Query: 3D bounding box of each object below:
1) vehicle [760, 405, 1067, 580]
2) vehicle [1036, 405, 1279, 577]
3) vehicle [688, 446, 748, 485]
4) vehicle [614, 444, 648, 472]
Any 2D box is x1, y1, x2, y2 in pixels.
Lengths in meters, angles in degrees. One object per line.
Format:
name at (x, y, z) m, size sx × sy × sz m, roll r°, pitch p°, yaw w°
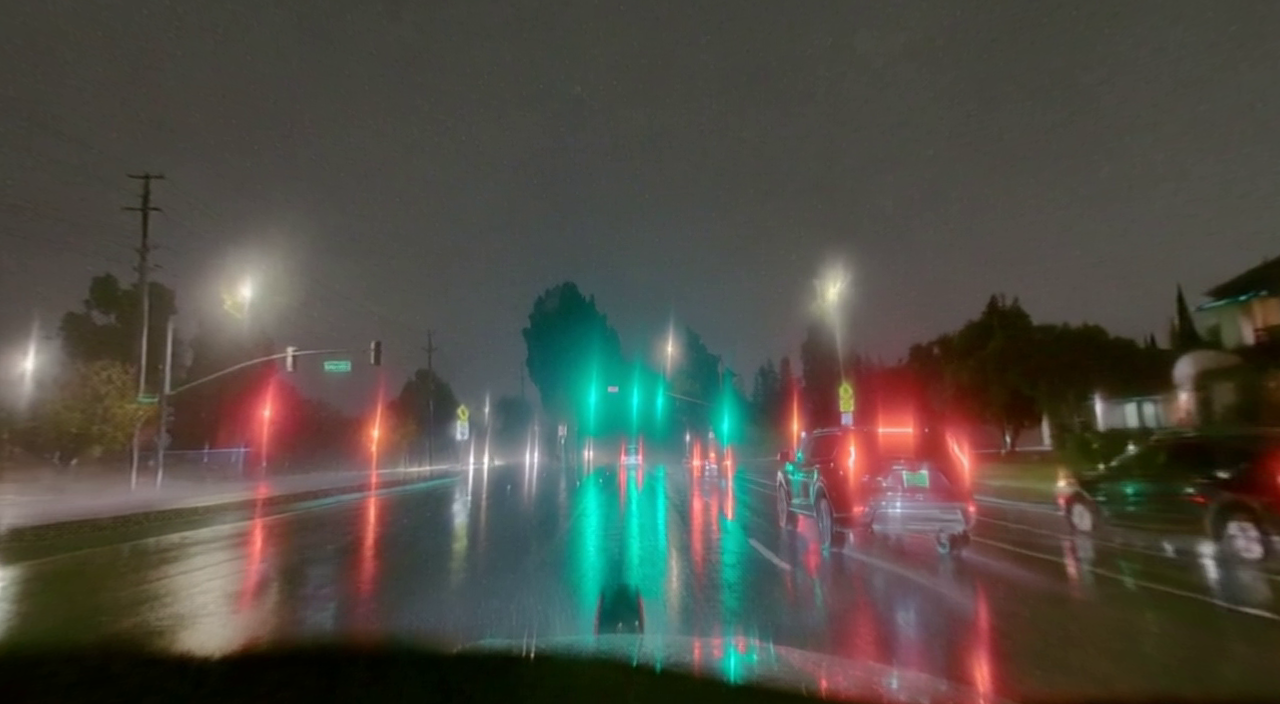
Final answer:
vehicle at (3.238, 1.783, 8.790) m, size 2.129 × 1.761 × 4.610 m, roll 0°, pitch -9°, yaw -1°
vehicle at (7.621, 1.652, 7.964) m, size 2.172 × 1.745 × 4.608 m, roll 0°, pitch -9°, yaw 0°
vehicle at (3.115, 4.615, 26.011) m, size 1.889 × 1.451 × 4.180 m, roll 0°, pitch -9°, yaw -1°
vehicle at (-0.646, 6.952, 41.494) m, size 2.146 × 1.685 × 4.003 m, roll 0°, pitch -9°, yaw -2°
